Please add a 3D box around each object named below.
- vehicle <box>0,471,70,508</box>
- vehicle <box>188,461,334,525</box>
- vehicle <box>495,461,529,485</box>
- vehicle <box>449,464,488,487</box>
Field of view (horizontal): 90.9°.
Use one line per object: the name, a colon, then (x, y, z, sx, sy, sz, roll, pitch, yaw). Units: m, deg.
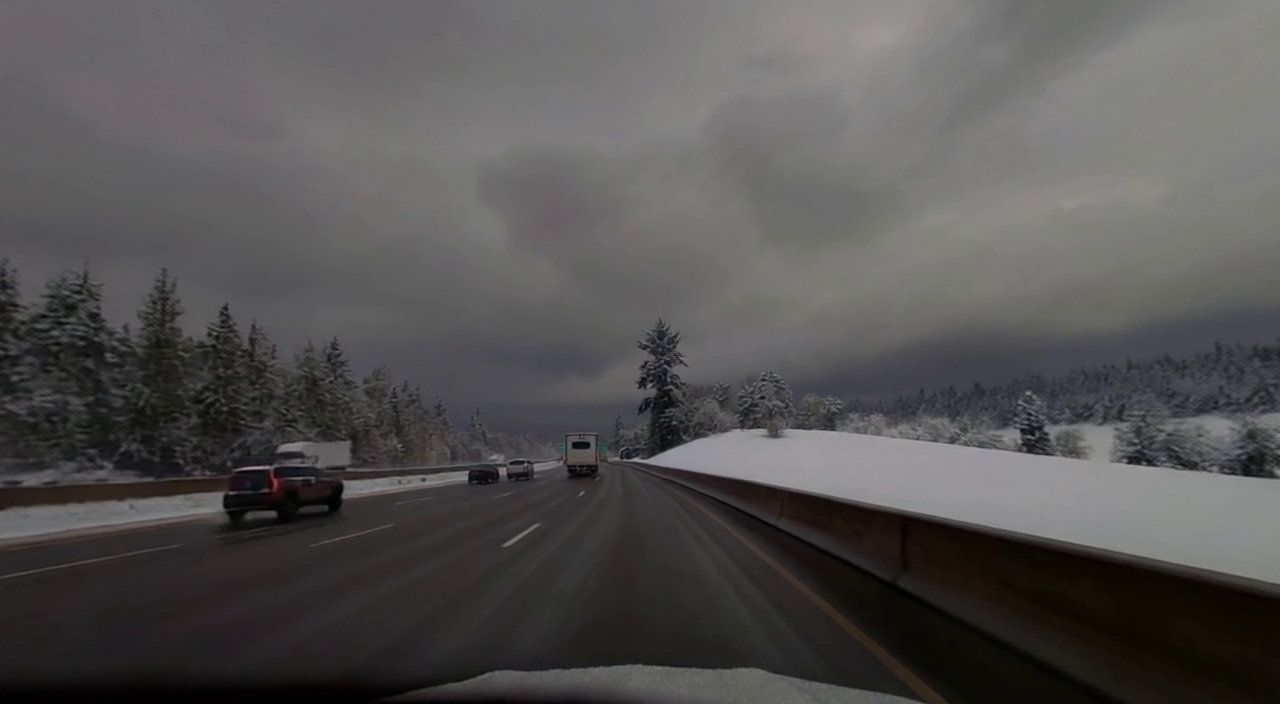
vehicle: (-28.436, 6.110, 27.987, 1.854, 1.500, 4.763, 0, -9, -2)
vehicle: (-12.333, 4.576, 20.964, 2.005, 1.774, 4.610, 0, -9, 0)
vehicle: (-8.955, 8.488, 44.245, 1.778, 1.560, 3.030, 0, -9, -2)
vehicle: (-13.019, 9.361, 48.026, 1.872, 1.536, 4.134, 0, -9, -1)
